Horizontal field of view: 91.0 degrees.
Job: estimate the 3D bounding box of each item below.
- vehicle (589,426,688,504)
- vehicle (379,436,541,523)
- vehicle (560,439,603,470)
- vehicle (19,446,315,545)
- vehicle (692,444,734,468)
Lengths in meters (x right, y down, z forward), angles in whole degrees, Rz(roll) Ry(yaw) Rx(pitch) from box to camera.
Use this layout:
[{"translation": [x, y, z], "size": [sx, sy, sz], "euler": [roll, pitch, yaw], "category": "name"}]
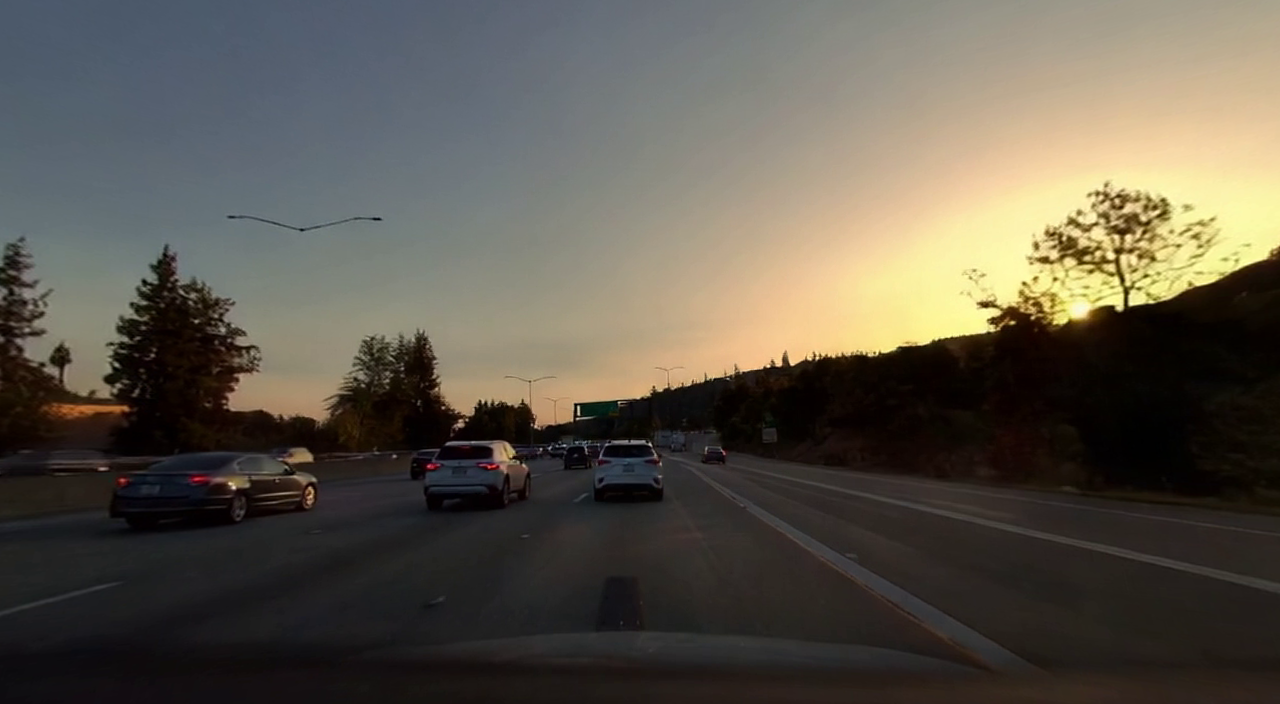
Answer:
[{"translation": [-0.027, 2.855, 16.237], "size": [2.223, 1.722, 4.177], "euler": [0, -9, 0], "category": "vehicle"}, {"translation": [-3.486, 2.543, 13.168], "size": [2.011, 1.498, 4.341], "euler": [0, -9, 1], "category": "vehicle"}, {"translation": [-3.497, 6.223, 38.431], "size": [2.142, 1.808, 4.266], "euler": [0, -9, 1], "category": "vehicle"}, {"translation": [-7.792, 2.350, 11.034], "size": [1.948, 1.391, 4.111], "euler": [0, -9, 1], "category": "vehicle"}, {"translation": [4.586, 6.637, 40.403], "size": [2.006, 1.474, 4.669], "euler": [0, -9, -2], "category": "vehicle"}]
